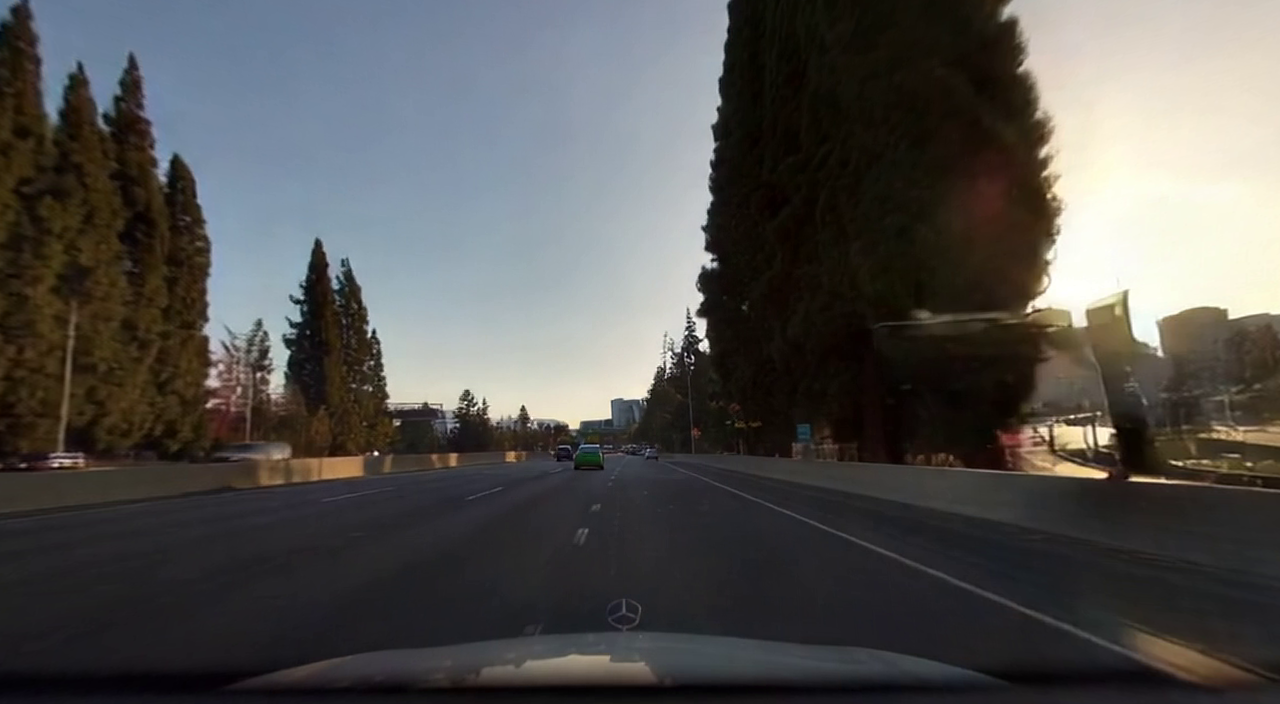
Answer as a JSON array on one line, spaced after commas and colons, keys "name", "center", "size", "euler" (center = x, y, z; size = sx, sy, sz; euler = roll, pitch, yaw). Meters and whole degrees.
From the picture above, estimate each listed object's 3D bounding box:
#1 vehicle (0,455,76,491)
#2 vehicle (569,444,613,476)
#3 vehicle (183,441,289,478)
[{"name": "vehicle", "center": [-37.229, 7.207, 37.818], "size": [2.047, 1.936, 4.918], "euler": [0, -9, -1]}, {"name": "vehicle", "center": [-2.972, 6.641, 39.007], "size": [2.302, 1.810, 4.707], "euler": [-1, -9, 1]}, {"name": "vehicle", "center": [-26.079, 6.955, 41.075], "size": [2.619, 2.224, 6.343], "euler": [-1, -9, 1]}]
